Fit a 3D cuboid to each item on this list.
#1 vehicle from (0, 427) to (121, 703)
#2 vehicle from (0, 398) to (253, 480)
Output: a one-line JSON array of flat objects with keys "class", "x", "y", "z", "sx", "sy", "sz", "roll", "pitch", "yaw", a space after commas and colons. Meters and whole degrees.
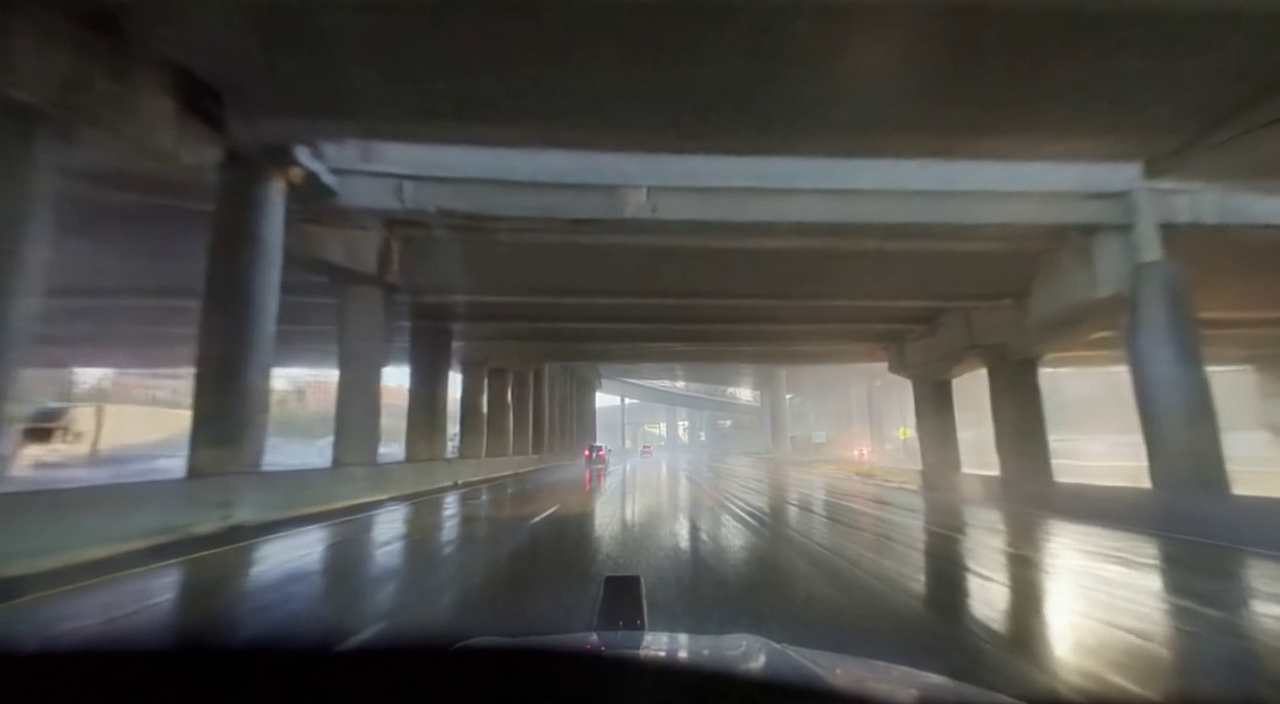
[{"class": "vehicle", "x": -4.083, "y": 0.878, "z": 1.531, "sx": 2.044, "sy": 1.478, "sz": 4.114, "roll": 0, "pitch": -9, "yaw": 1}, {"class": "vehicle", "x": -29.592, "y": 5.346, "z": 37.995, "sx": 3.042, "sy": 3.944, "sz": 14.722, "roll": 0, "pitch": -9, "yaw": 0}]
